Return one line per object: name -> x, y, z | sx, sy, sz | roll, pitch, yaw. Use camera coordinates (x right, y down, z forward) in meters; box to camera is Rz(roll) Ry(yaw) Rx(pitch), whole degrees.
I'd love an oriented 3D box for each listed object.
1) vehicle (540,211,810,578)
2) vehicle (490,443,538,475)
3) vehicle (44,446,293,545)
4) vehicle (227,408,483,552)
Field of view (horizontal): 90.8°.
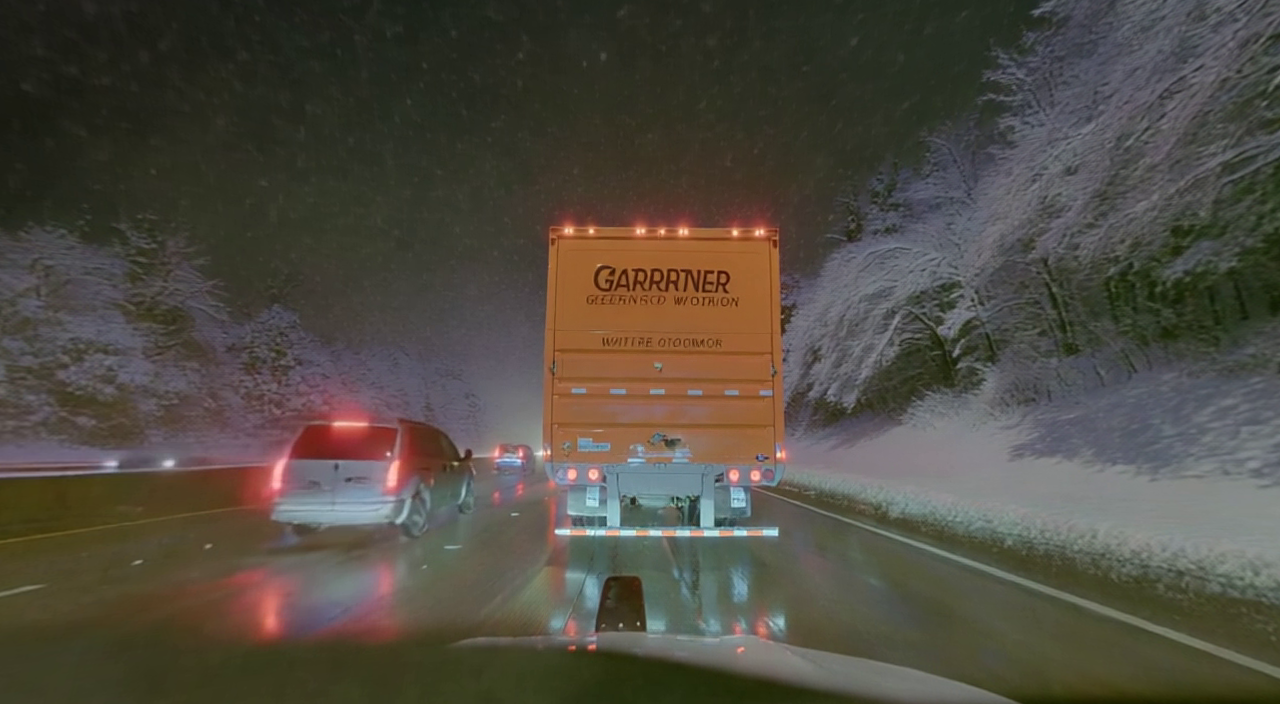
vehicle -> 0.479, 1.216, 12.193 | 2.853, 4.054, 10.557 | 0, -9, 1
vehicle -> -8.613, 7.376, 43.652 | 2.174, 2.059, 5.314 | 0, -9, 0
vehicle -> -8.207, 2.482, 11.454 | 1.828, 1.502, 3.385 | 0, -9, 1
vehicle -> -4.631, 2.193, 11.417 | 2.293, 2.015, 4.915 | 0, -9, 0
